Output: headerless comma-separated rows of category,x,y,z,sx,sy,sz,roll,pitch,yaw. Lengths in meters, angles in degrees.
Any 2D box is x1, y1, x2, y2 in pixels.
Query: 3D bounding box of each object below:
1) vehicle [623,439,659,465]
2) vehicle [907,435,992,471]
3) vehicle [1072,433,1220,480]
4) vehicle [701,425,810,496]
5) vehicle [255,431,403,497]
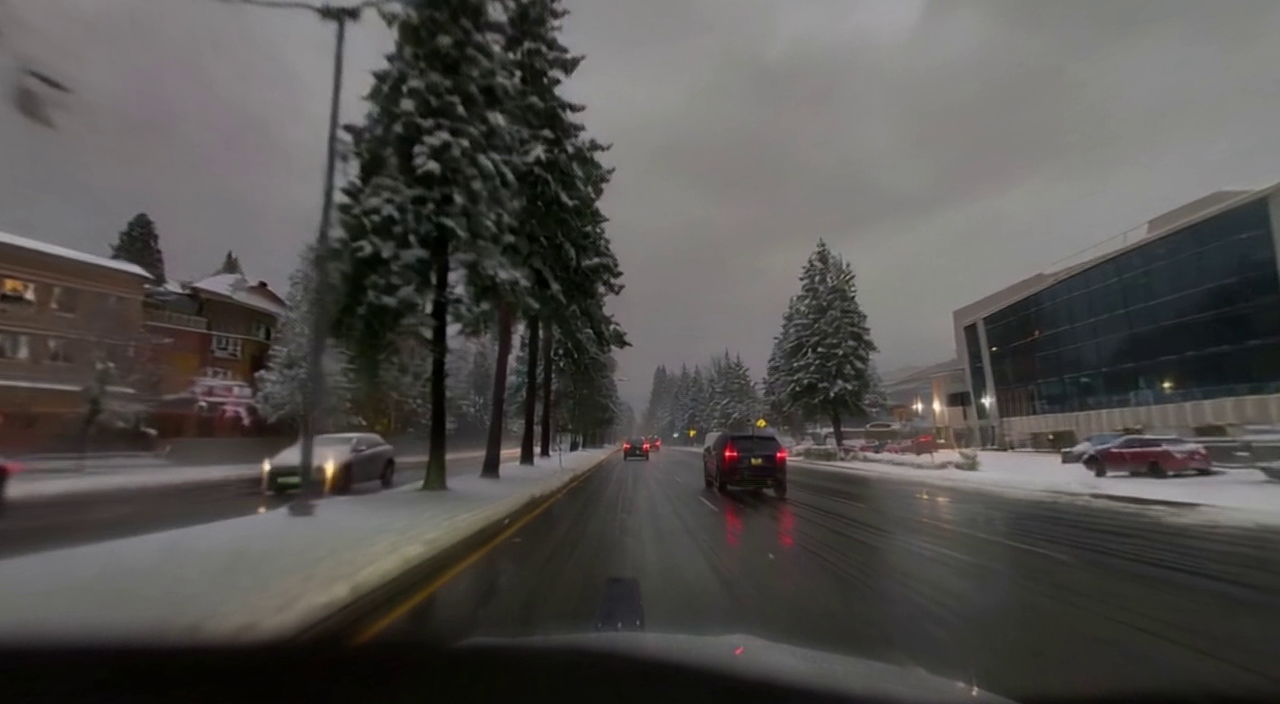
vehicle,0.013,6.362,40.252,2.145,1.572,4.021,0,-9,-1
vehicle,15.923,5.234,32.813,1.812,1.687,4.579,0,-9,-3
vehicle,19.284,4.010,24.409,1.936,1.659,4.365,0,-9,-3
vehicle,3.222,3.178,18.813,2.235,1.806,4.818,0,-9,-1
vehicle,-9.160,3.344,19.205,2.093,1.728,4.735,0,-9,0
